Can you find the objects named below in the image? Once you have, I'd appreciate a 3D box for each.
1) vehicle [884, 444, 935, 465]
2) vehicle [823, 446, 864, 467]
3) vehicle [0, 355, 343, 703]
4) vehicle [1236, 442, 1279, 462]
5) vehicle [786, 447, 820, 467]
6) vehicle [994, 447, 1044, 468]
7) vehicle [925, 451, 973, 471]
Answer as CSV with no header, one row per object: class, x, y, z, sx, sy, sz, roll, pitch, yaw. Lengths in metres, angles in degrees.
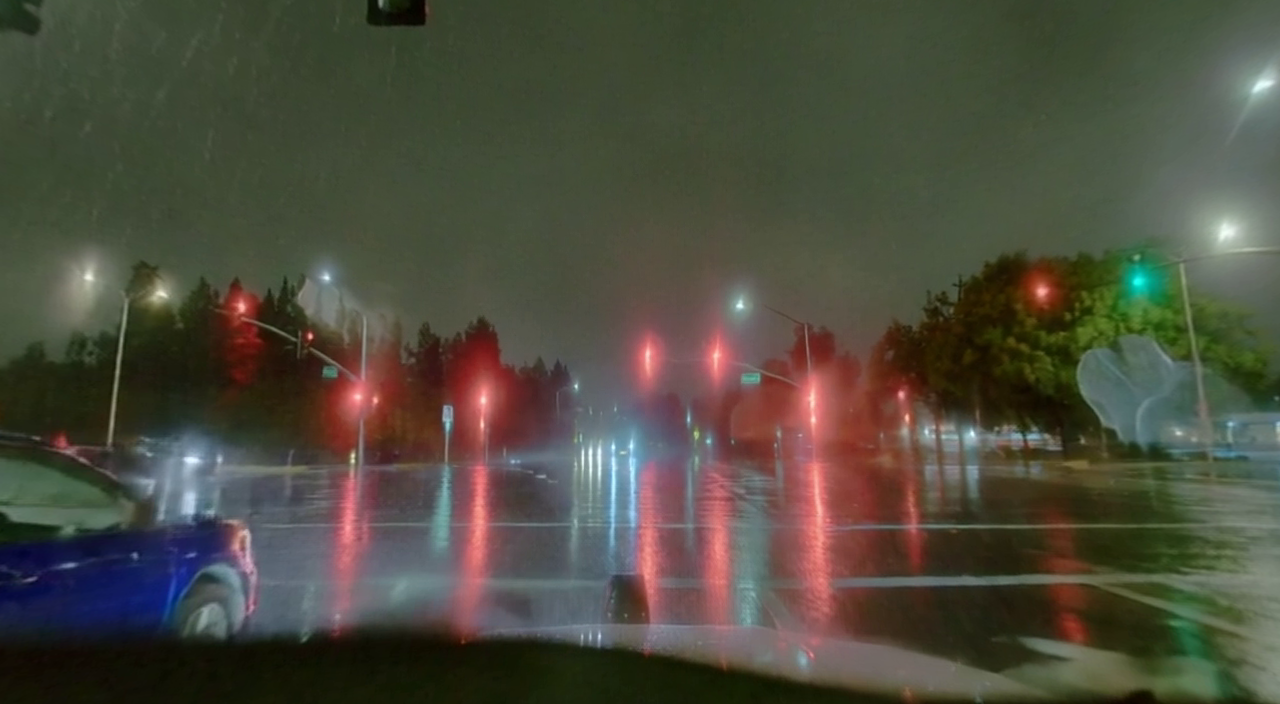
vehicle,20.478,7.805,48.118,1.815,1.515,4.552,0,-8,-1
vehicle,15.475,7.948,48.061,1.714,1.458,4.206,0,-8,0
vehicle,-3.052,0.819,2.076,2.055,1.573,4.065,0,-8,2
vehicle,46.816,7.409,46.843,1.574,1.369,3.611,-1,-8,5
vehicle,12.460,8.078,48.499,1.647,1.386,3.725,-1,-8,1
vehicle,28.377,7.895,47.347,1.662,1.440,3.583,-1,-8,3
vehicle,22.954,8.111,46.978,1.633,1.324,3.449,0,-8,-3
